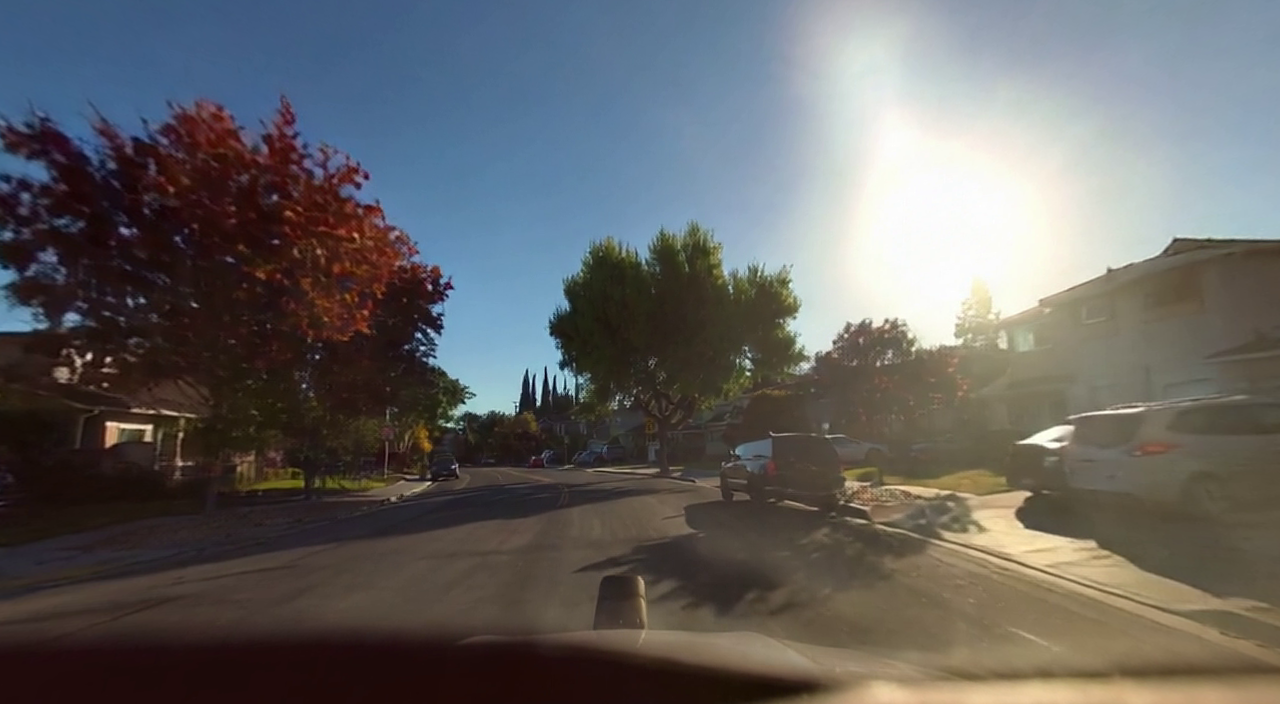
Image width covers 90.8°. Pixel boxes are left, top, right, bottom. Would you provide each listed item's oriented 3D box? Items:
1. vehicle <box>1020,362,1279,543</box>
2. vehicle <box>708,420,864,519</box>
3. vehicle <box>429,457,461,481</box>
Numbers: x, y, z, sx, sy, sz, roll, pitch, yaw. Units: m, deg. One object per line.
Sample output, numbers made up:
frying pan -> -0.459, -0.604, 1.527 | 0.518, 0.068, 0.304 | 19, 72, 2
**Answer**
vehicle -> 8.942, 1.326, 9.498 | 4.801, 2.139, 2.164 | -6, -8, -1
vehicle -> 3.226, 2.722, 15.203 | 2.214, 1.962, 4.733 | 1, -9, -5
vehicle -> -13.440, 7.966, 43.347 | 1.902, 1.434, 4.313 | 3, -9, -19
